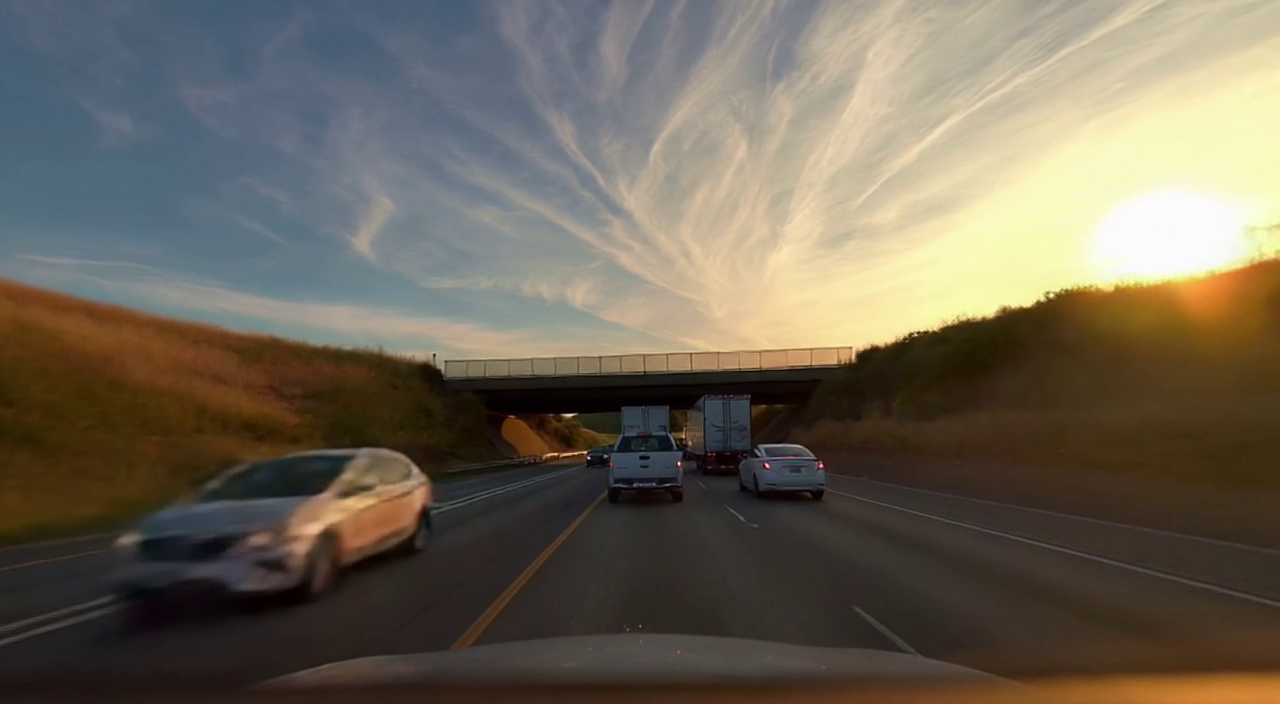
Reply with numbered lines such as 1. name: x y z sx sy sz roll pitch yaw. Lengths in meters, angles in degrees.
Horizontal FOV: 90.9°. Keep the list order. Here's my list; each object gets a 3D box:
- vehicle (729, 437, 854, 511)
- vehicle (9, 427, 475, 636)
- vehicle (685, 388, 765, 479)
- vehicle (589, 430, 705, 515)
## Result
1. vehicle: 3.423 2.842 15.070 1.972 1.505 3.946 -1 -9 0
2. vehicle: -3.498 1.660 6.850 2.091 1.489 4.397 -1 -9 2
3. vehicle: 3.996 4.106 31.188 2.948 3.974 6.480 0 -9 0
4. vehicle: 0.187 2.685 14.413 2.256 1.615 4.114 -1 -9 2
